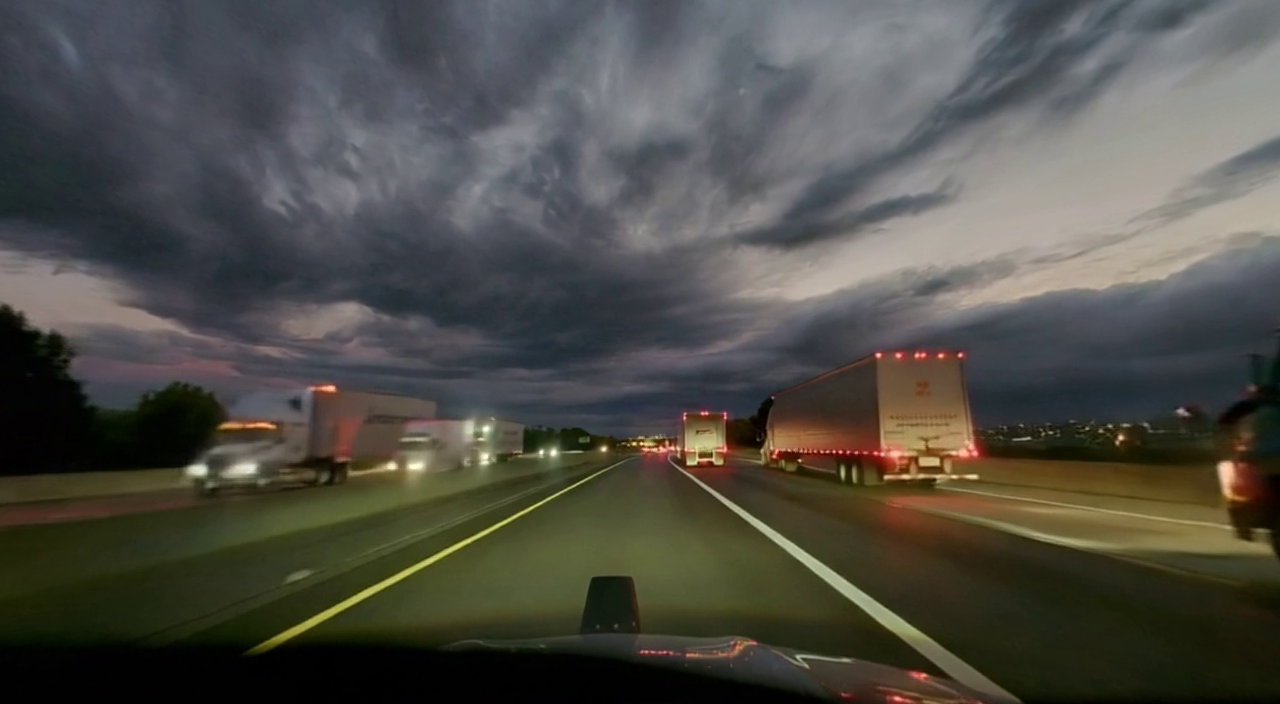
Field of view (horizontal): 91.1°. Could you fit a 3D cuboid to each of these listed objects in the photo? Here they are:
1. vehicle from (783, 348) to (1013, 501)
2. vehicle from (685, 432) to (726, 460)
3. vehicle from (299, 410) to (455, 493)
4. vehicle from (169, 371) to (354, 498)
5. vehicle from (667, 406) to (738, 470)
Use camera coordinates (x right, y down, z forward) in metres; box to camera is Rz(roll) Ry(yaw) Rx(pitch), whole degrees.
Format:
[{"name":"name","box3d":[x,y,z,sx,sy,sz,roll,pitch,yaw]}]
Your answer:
[{"name":"vehicle","box3d":[8.401,2.804,23.622,2.843,4.053,13.777,0,-8,0]},{"name":"vehicle","box3d":[4.090,5.940,39.924,2.120,1.651,4.639,0,-8,0]},{"name":"vehicle","box3d":[-9.126,3.523,22.861,2.506,2.525,7.037,0,-8,1]},{"name":"vehicle","box3d":[-13.492,3.039,23.195,2.984,4.048,5.886,0,-8,1]},{"name":"vehicle","box3d":[3.993,5.955,43.811,3.288,3.717,13.646,0,-7,-1]}]
